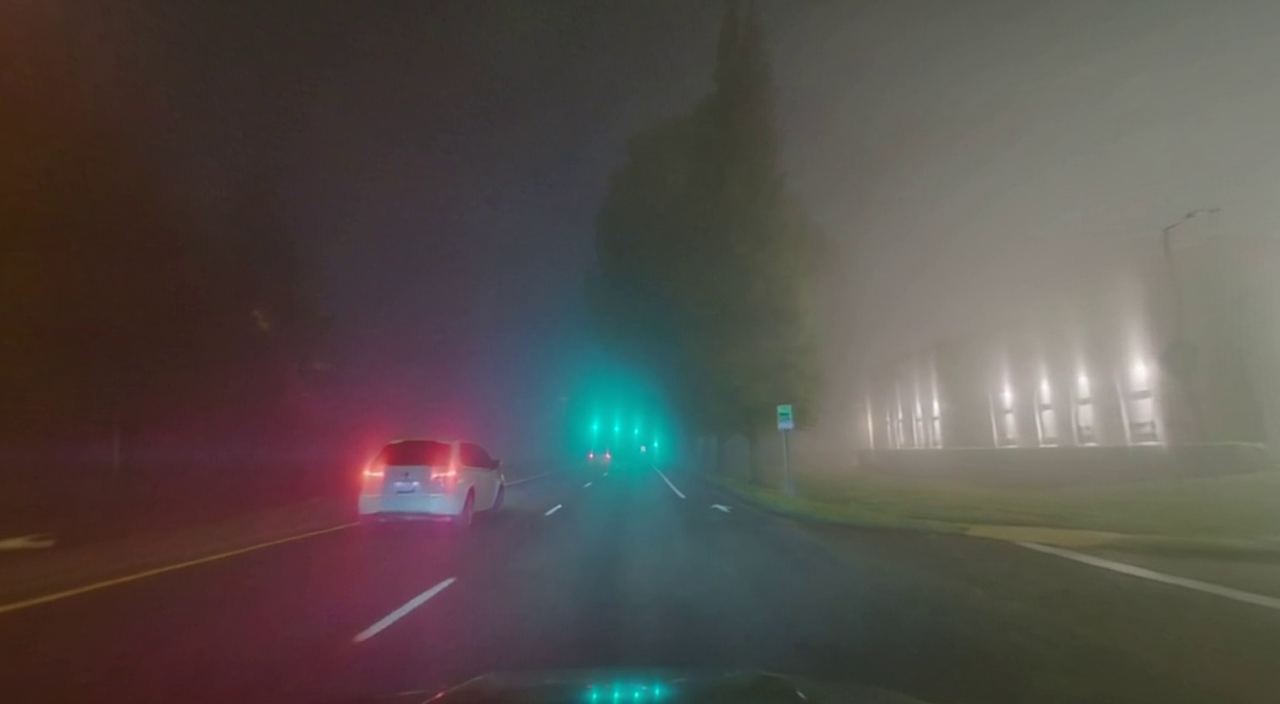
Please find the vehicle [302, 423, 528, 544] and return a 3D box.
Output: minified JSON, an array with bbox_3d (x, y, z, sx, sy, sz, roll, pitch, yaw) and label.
[{"bbox_3d":[-3.593,2.208,11.313,2.202,1.685,4.772,0,-9,1],"label":"vehicle"}]
